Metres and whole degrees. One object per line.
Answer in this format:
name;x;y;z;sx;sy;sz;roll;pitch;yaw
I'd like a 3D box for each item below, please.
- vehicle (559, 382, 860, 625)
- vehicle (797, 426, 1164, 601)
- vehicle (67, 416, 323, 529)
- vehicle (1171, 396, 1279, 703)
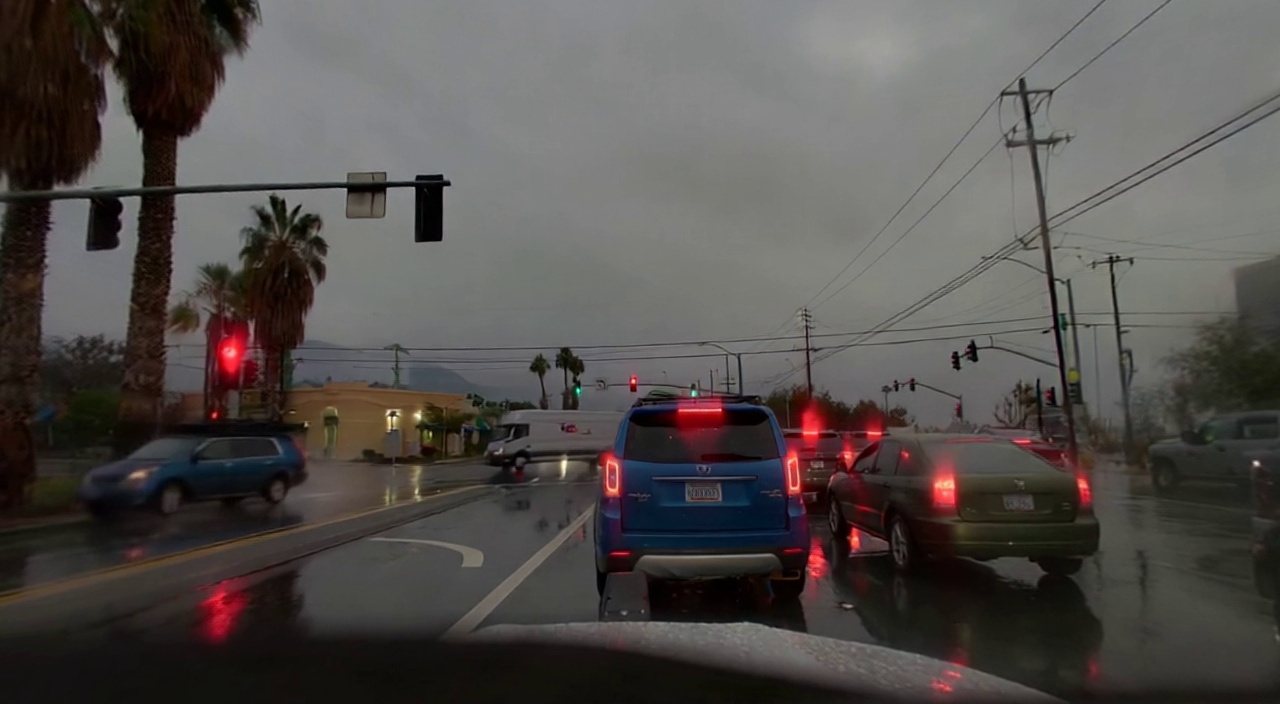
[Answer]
vehicle;0.444;1.436;6.887;2.228;1.780;4.269;0;-9;-2
vehicle;3.420;1.683;7.507;1.895;1.456;4.255;0;-9;-2
vehicle;-12.256;3.342;18.167;2.230;2.653;5.869;-2;-9;12
vehicle;3.348;0.650;0.659;1.805;1.485;4.348;0;-9;1
